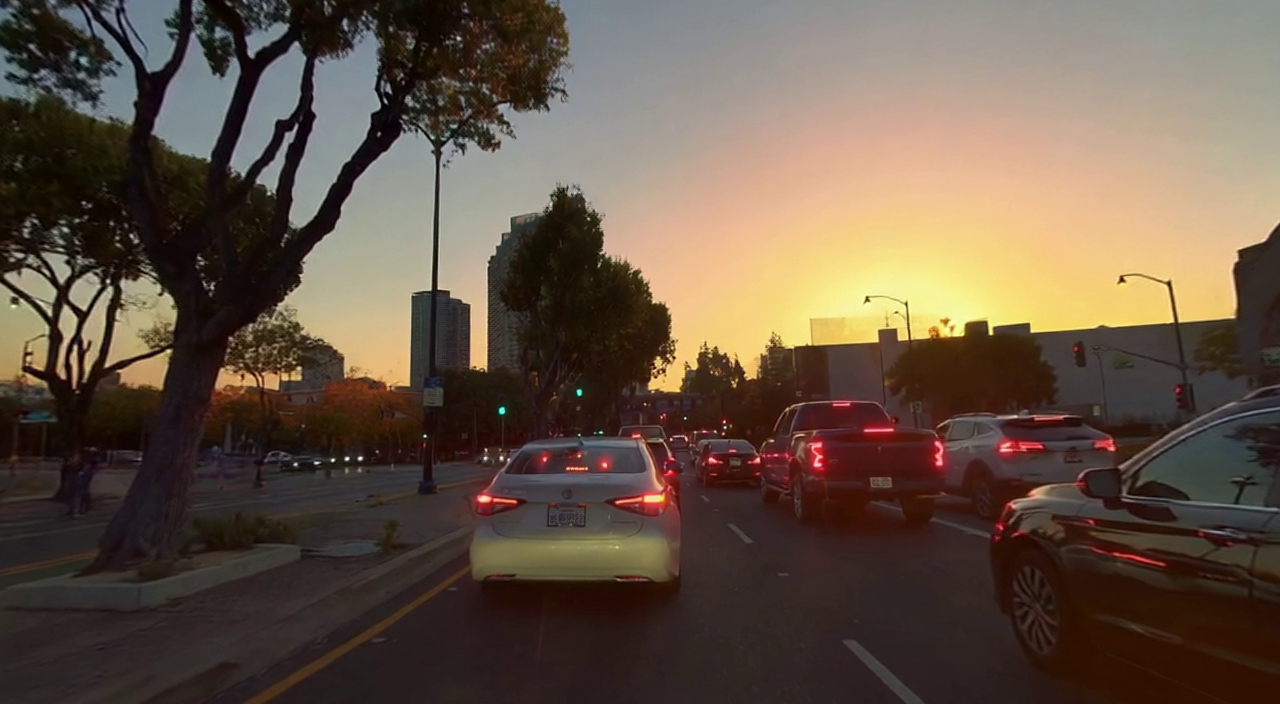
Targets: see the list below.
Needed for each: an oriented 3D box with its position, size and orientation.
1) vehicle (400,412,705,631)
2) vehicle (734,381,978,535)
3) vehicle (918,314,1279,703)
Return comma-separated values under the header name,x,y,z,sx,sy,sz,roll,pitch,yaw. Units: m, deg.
name,x,y,z,sx,sy,sz,roll,pitch,yaw
vehicle,-0.582,1.527,6.668,2.172,1.536,4.250,0,-9,1
vehicle,3.533,1.950,11.972,2.497,2.186,5.890,0,-9,0
vehicle,3.161,0.793,2.417,2.024,1.723,4.714,0,-9,0
